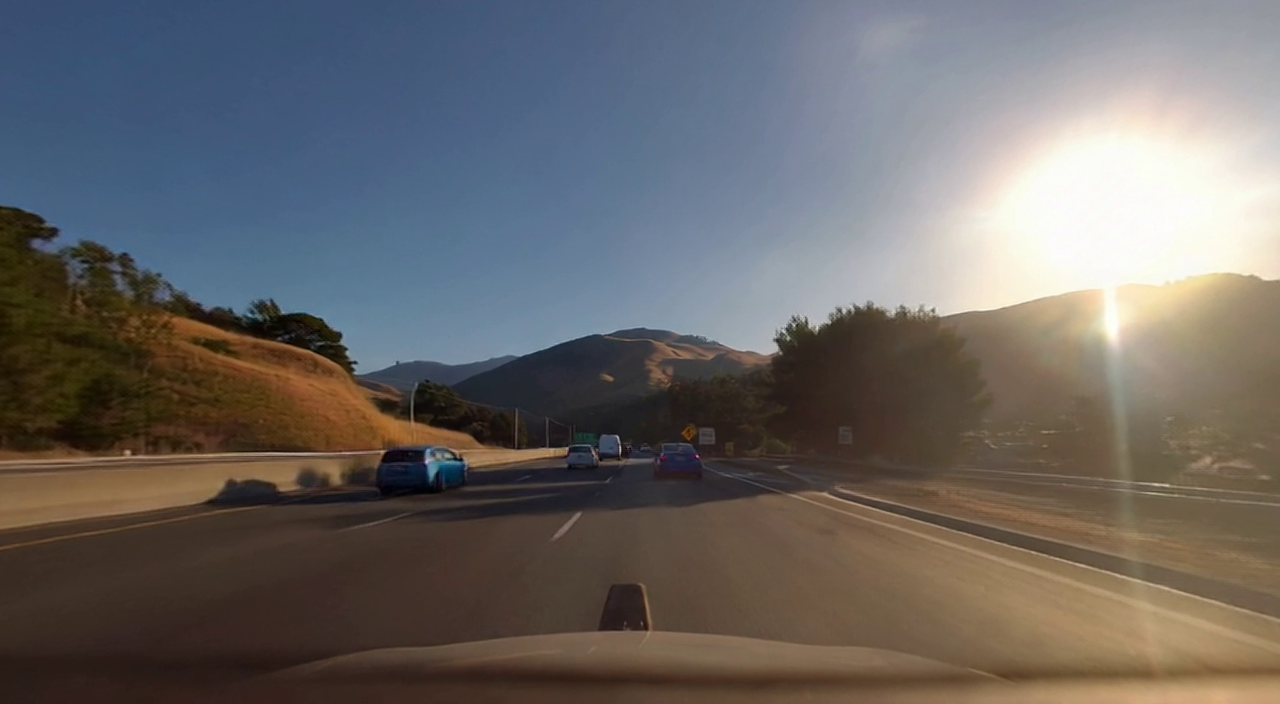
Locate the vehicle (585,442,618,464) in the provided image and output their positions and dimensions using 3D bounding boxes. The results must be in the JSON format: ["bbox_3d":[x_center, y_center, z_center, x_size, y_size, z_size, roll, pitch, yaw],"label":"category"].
[{"bbox_3d":[-2.978,7.869,49.237,2.270,1.660,4.101,0,-8,0],"label":"vehicle"}]

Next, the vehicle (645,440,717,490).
[{"bbox_3d":[1.262,3.776,21.388,2.050,1.491,4.362,0,-8,-1],"label":"vehicle"}]

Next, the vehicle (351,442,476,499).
[{"bbox_3d":[-6.684,3.522,19.299,2.012,1.504,4.729,0,-8,1],"label":"vehicle"}]

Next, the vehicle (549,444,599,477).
[{"bbox_3d":[-3.195,5.315,31.282,1.990,1.501,4.250,0,-8,0],"label":"vehicle"}]
